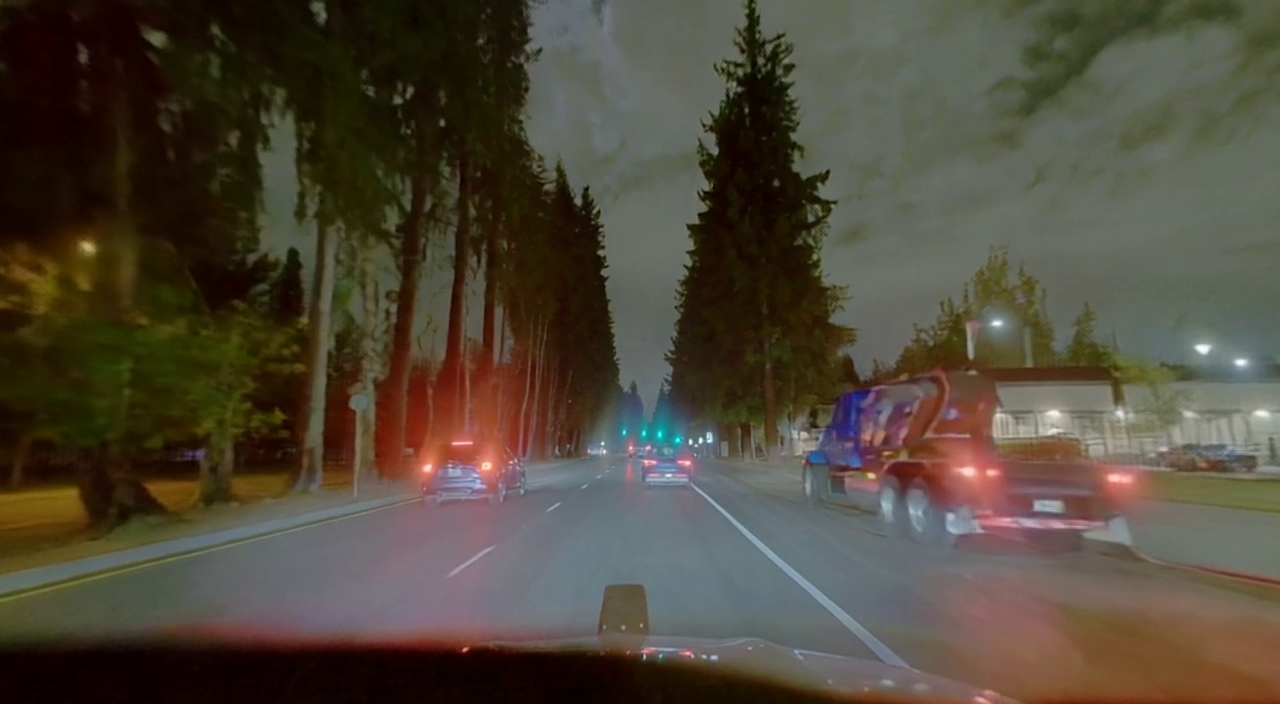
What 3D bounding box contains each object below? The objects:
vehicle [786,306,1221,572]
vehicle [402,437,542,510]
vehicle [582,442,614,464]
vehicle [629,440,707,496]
[{"bbox_3d":[5.453,1.671,12.201,3.089,3.258,8.841,0,-8,0],"label":"vehicle"},{"bbox_3d":[-3.885,2.901,15.576,2.003,1.507,4.808,0,-9,2],"label":"vehicle"},{"bbox_3d":[-3.200,7.871,49.064,2.062,1.641,4.193,0,-9,2],"label":"vehicle"},{"bbox_3d":[0.844,3.428,18.967,2.086,1.466,4.026,0,-9,3],"label":"vehicle"}]
